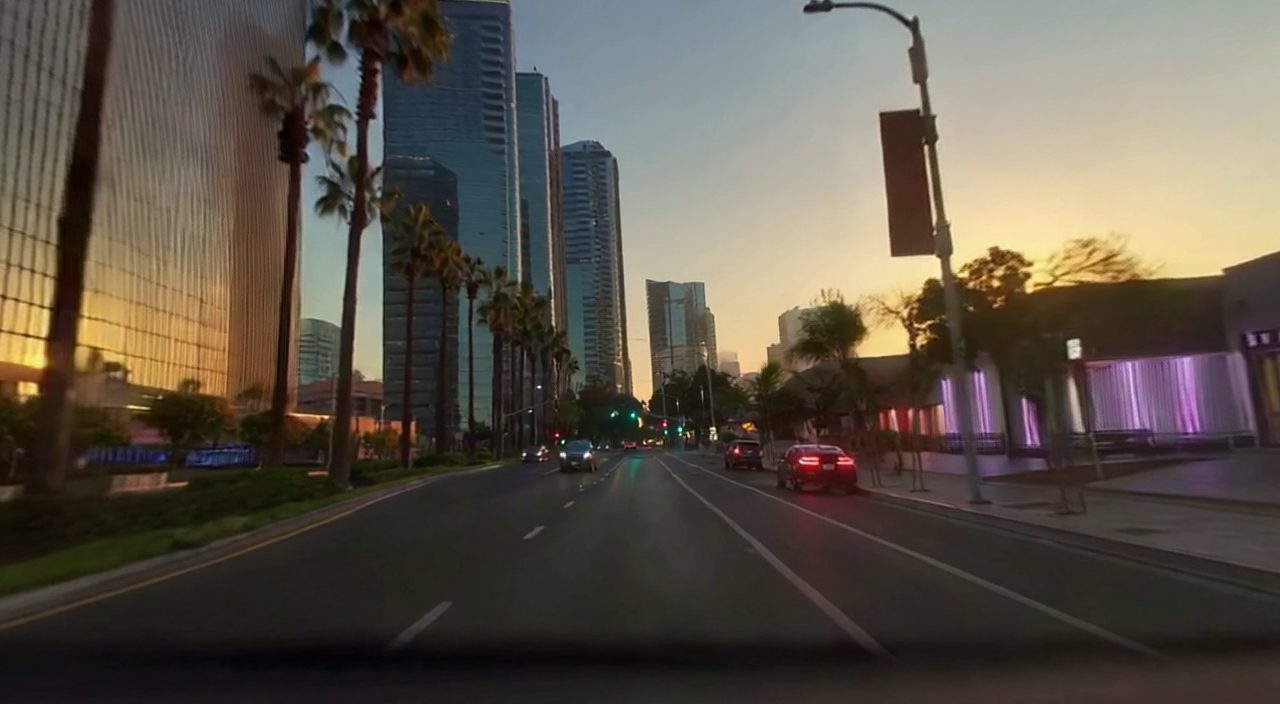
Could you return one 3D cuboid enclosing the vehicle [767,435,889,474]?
[{"bbox_3d":[8.513,4.697,29.024,4.871,1.708,2.144,0,-9,-2],"label":"vehicle"}]
